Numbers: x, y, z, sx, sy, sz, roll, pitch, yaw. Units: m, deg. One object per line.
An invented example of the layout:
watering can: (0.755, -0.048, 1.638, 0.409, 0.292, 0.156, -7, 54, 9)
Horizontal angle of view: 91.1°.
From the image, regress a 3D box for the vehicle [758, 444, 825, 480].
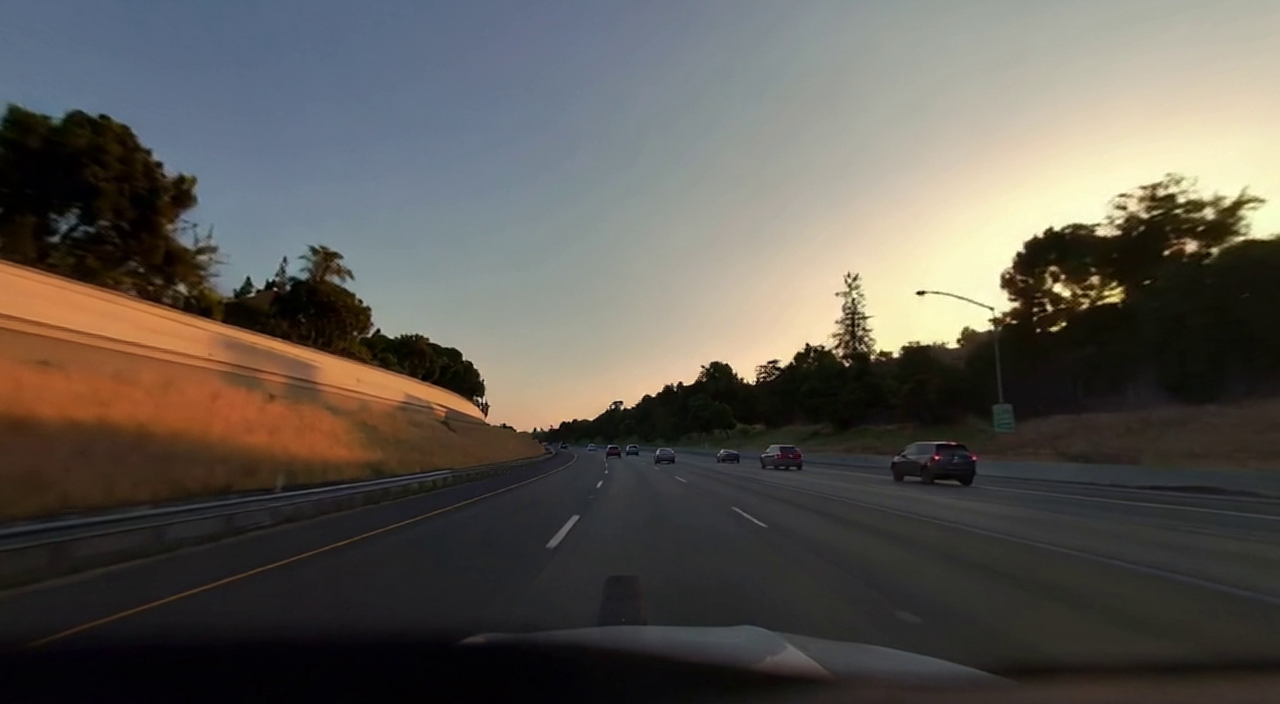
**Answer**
vehicle: (6.787, 4.930, 28.462, 1.940, 1.482, 3.644, 1, -8, -3)

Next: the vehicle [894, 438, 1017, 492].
vehicle: (10.661, 3.832, 21.644, 1.986, 1.644, 4.126, 0, -8, -2)
